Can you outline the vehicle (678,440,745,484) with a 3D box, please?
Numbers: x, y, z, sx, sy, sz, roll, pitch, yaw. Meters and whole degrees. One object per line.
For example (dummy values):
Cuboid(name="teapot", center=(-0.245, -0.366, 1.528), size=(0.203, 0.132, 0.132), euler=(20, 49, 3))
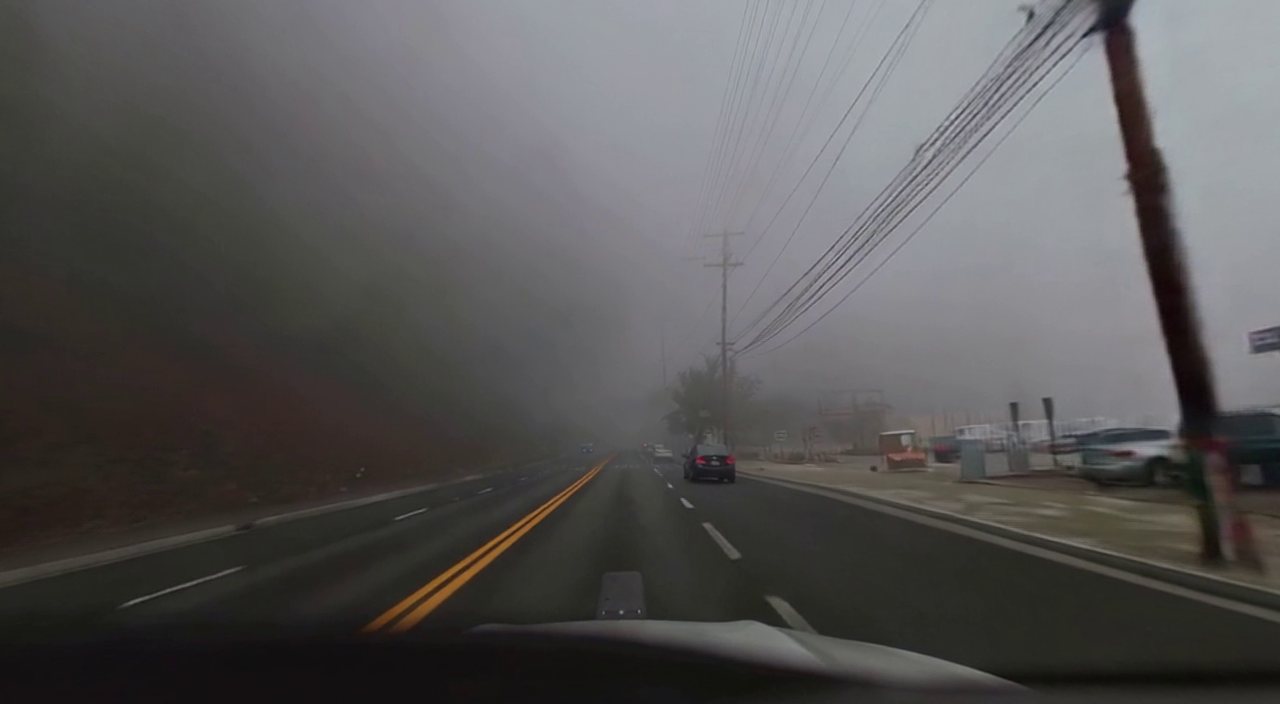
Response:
Cuboid(name="vehicle", center=(2.555, 4.066, 23.532), size=(1.975, 1.497, 3.647), euler=(0, -9, -1))
